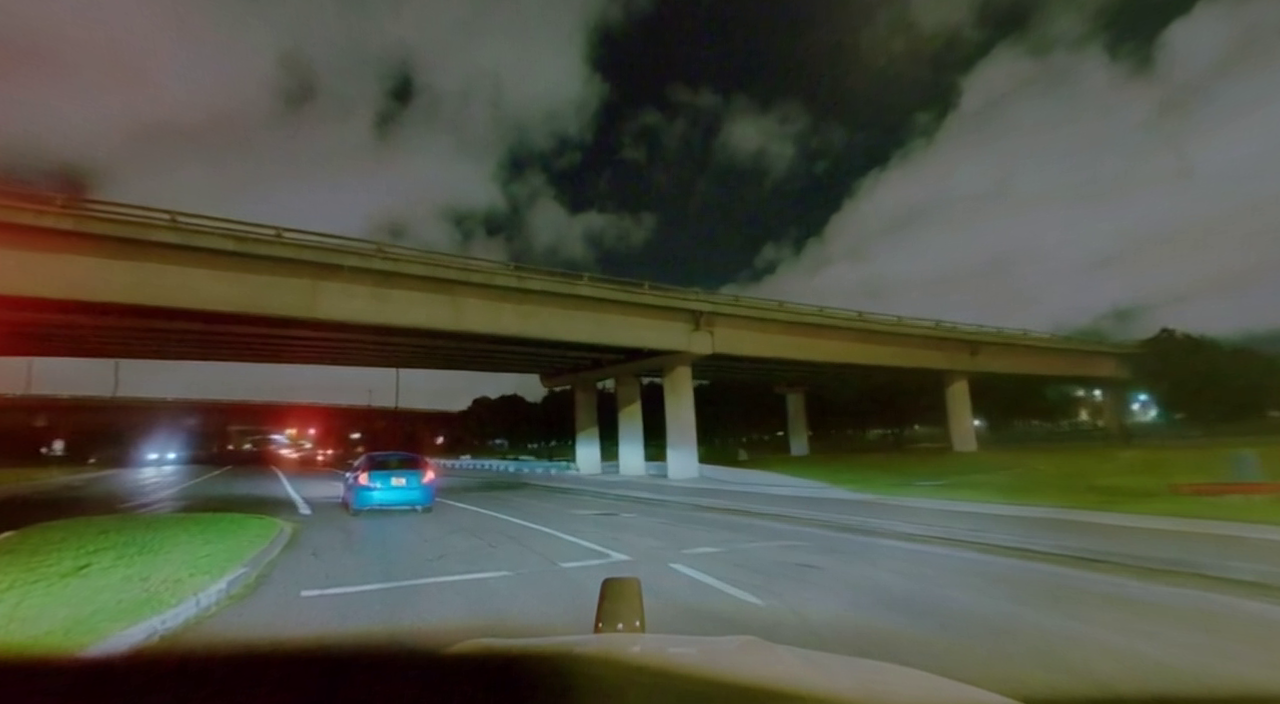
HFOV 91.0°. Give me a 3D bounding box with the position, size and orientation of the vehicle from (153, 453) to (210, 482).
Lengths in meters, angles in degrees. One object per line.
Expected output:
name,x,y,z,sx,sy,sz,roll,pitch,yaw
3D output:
vehicle,-27.747,6.955,38.253,2.009,1.523,4.641,4,-10,-27

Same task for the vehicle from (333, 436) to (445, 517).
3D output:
vehicle,-5.927,2.773,14.610,1.976,1.584,3.772,4,-10,-27
